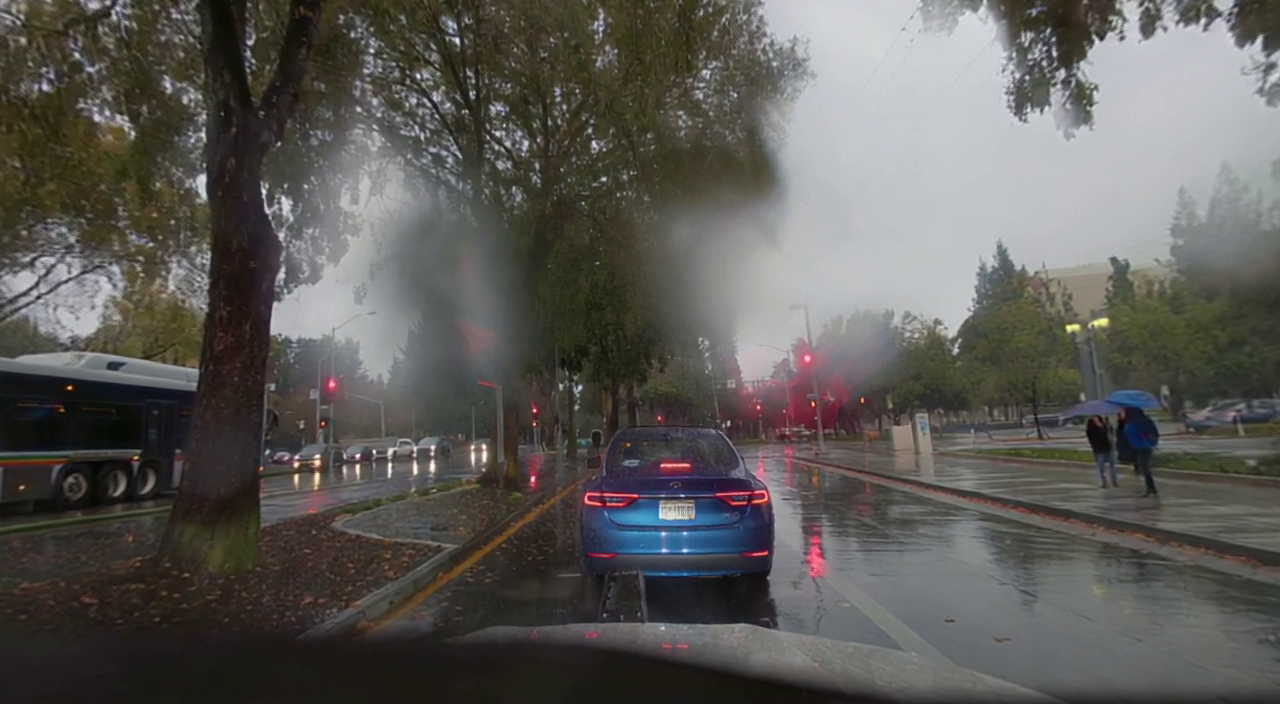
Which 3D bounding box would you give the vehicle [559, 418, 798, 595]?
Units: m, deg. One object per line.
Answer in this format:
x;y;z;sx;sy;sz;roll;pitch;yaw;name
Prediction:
0.366;1.613;7.387;2.035;1.499;3.799;0;-8;1;vehicle
